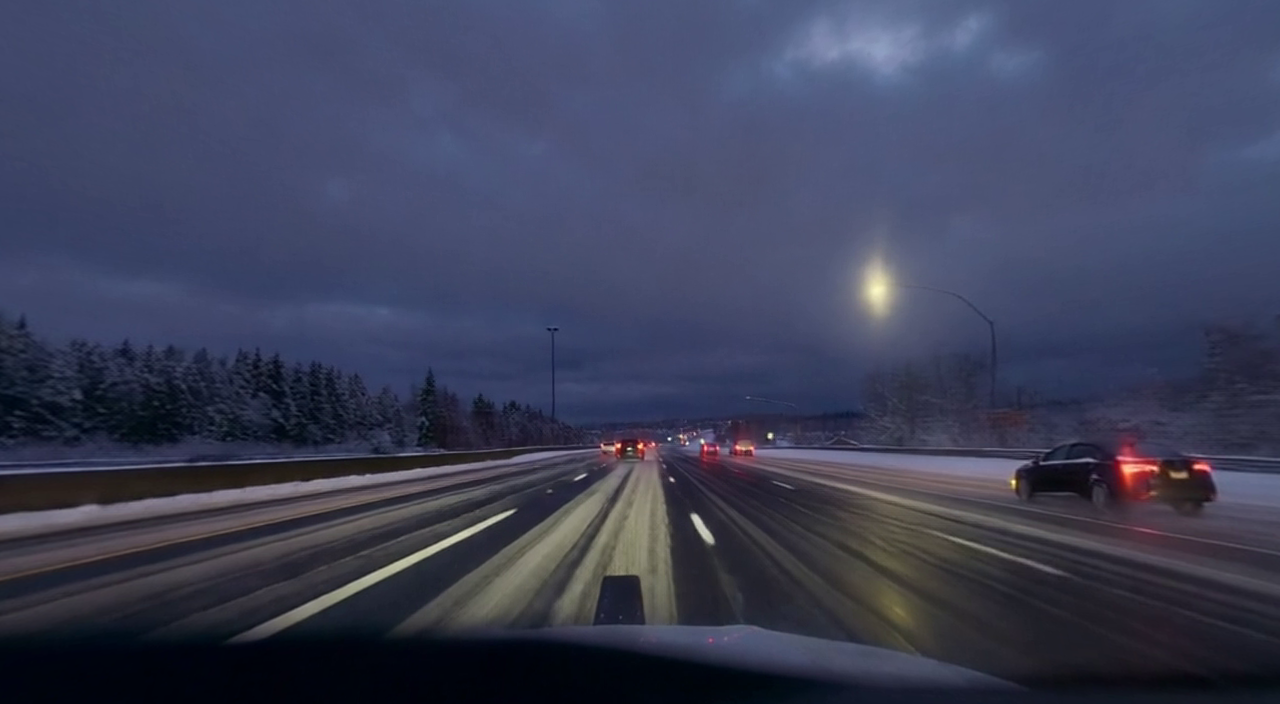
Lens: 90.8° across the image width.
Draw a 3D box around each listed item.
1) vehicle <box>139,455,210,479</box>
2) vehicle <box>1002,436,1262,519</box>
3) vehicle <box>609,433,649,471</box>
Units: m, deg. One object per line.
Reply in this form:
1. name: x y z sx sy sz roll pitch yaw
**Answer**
1. vehicle: -31.920 7.849 43.413 1.770 1.494 3.939 0 -9 1
2. vehicle: 9.960 2.546 13.392 1.900 1.432 4.519 0 -9 0
3. vehicle: -0.494 5.157 32.702 1.893 1.827 4.513 0 -9 1
